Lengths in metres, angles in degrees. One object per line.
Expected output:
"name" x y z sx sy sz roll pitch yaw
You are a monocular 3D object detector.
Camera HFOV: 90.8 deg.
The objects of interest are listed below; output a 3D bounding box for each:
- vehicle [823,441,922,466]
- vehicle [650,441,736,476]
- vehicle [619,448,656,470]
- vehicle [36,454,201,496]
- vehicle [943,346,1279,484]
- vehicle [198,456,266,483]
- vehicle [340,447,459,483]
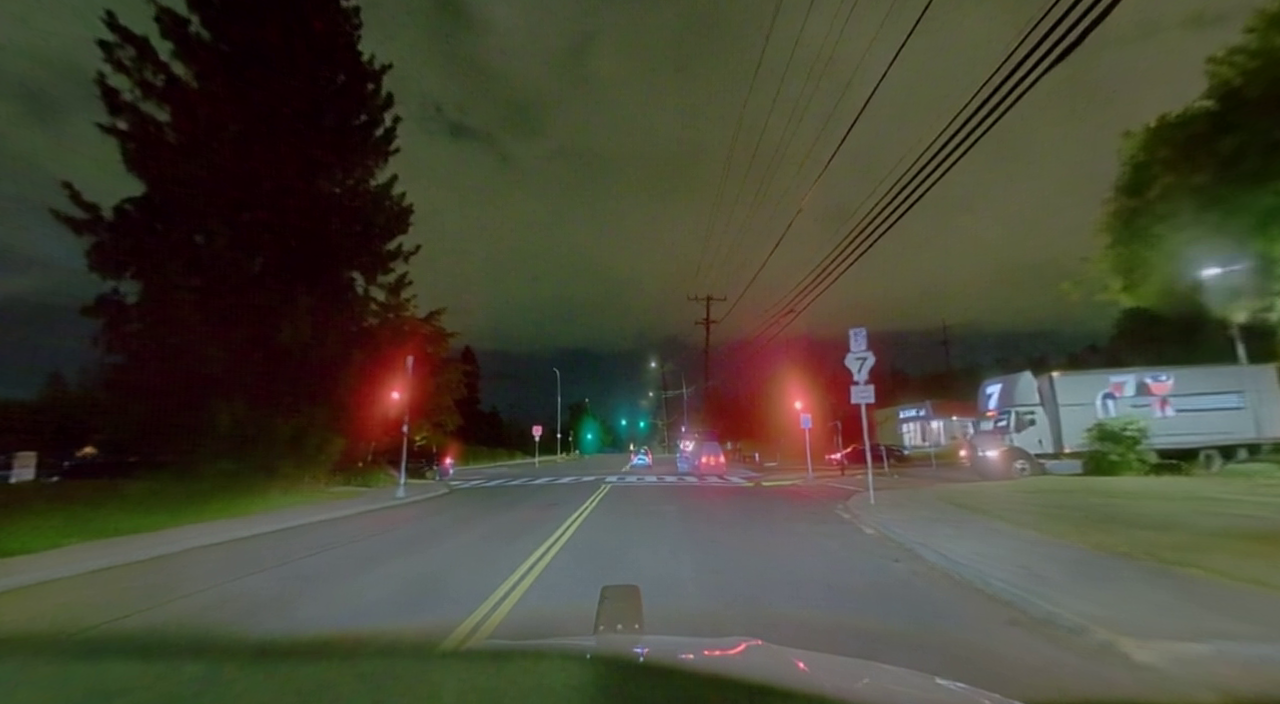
"vehicle" 13.168 5.797 36.058 4.872 1.400 1.955 -1 -9 3
"vehicle" 2.955 6.195 37.085 2.553 1.868 5.536 4 -10 -25
"vehicle" -0.242 7.515 44.484 1.874 1.427 3.976 2 -9 -12
"vehicle" -25.521 6.033 31.171 5.763 1.855 2.340 2 -8 -8
"vehicle" 15.119 2.004 19.632 9.897 3.821 2.789 1 -8 -1
"vehicle" -29.017 8.363 45.111 2.085 1.763 4.658 1 -9 -6
"vehicle" -13.547 6.396 35.940 5.866 1.904 2.197 1 -9 -6
